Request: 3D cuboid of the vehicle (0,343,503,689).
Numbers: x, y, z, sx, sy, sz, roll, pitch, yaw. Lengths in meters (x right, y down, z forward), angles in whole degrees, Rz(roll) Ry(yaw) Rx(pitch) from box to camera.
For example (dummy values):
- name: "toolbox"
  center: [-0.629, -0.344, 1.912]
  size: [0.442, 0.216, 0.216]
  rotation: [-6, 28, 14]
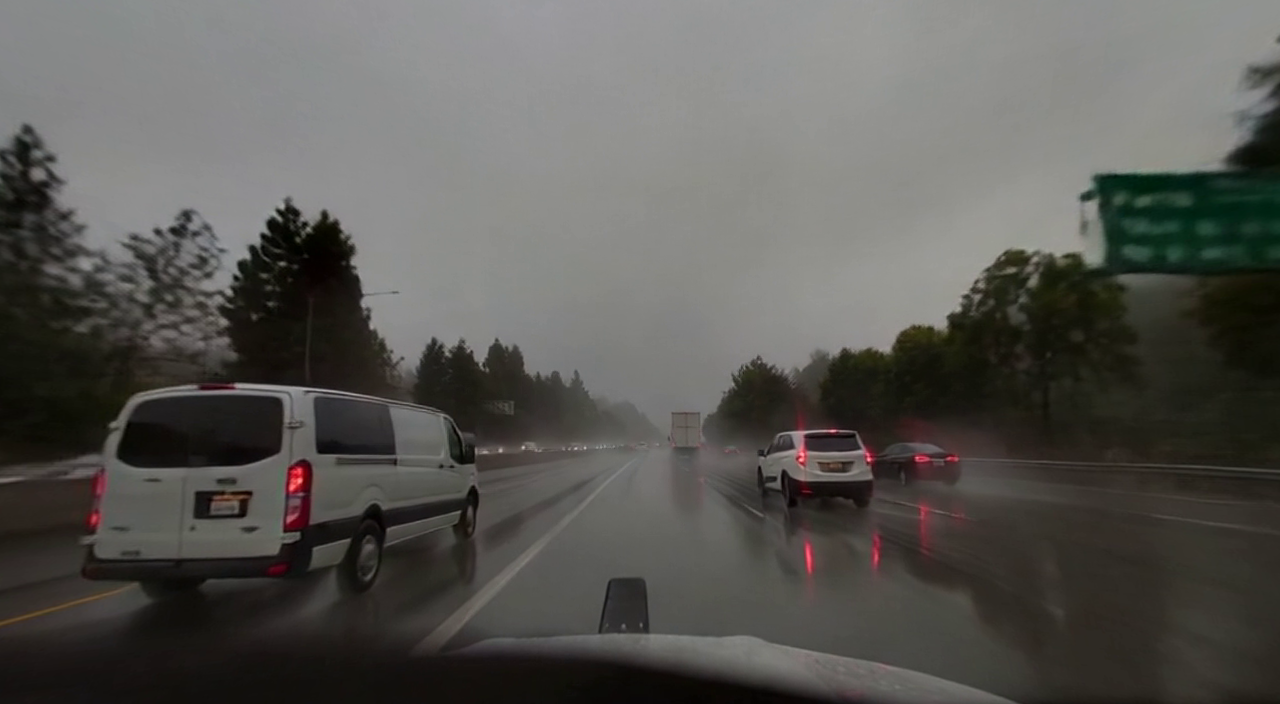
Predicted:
- name: "vehicle"
  center: [-3.114, 1.296, 6.270]
  size: [2.159, 1.922, 5.345]
  rotation: [0, -8, 1]

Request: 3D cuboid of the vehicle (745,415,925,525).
- name: "vehicle"
  center: [3.728, 2.367, 13.206]
  size: [2.209, 1.862, 4.717]
  rotation: [0, -8, 0]
